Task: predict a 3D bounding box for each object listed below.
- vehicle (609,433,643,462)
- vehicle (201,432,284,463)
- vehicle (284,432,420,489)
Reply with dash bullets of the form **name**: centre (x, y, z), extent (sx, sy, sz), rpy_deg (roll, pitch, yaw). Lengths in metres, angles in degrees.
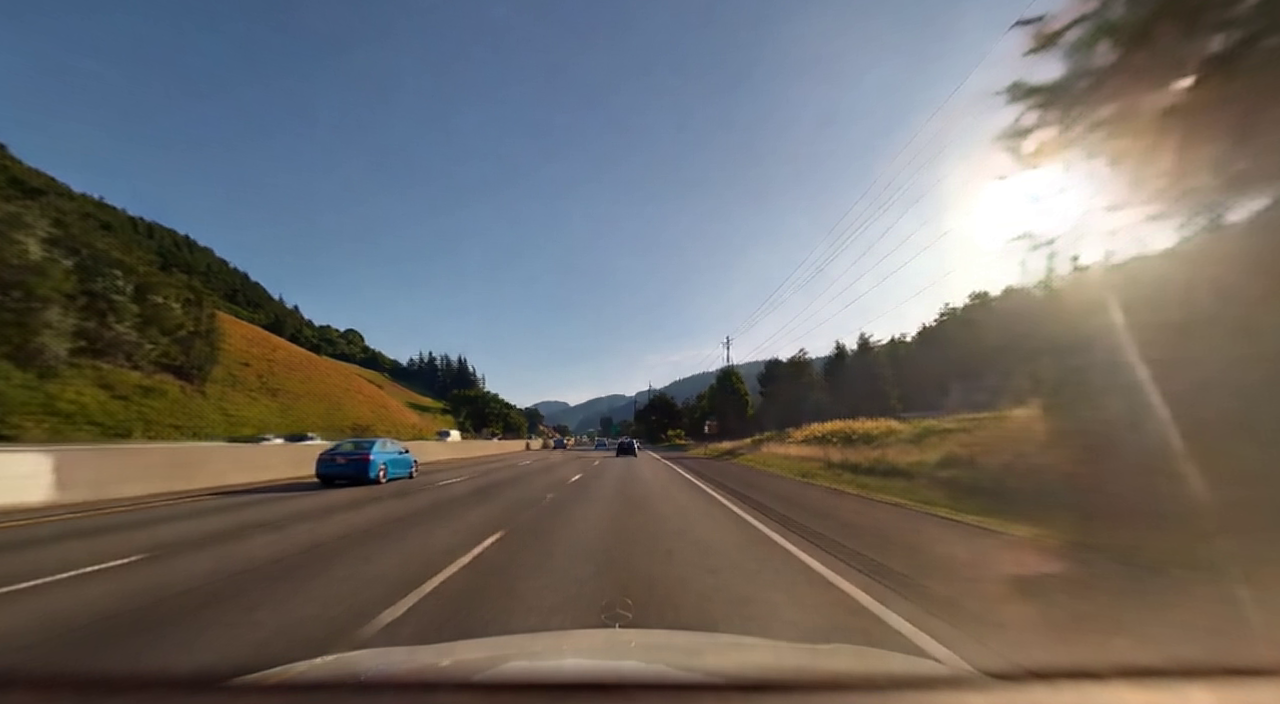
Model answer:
- **vehicle**: centre (-0.900, 5.978, 39.702), extent (2.040, 1.715, 3.906), rpy_deg (0, -8, -1)
- **vehicle**: centre (-19.922, 4.810, 31.740), extent (1.719, 1.443, 3.746), rpy_deg (0, -8, 0)
- **vehicle**: centre (-8.316, 3.154, 18.722), extent (2.047, 1.486, 4.306), rpy_deg (0, -8, -1)
